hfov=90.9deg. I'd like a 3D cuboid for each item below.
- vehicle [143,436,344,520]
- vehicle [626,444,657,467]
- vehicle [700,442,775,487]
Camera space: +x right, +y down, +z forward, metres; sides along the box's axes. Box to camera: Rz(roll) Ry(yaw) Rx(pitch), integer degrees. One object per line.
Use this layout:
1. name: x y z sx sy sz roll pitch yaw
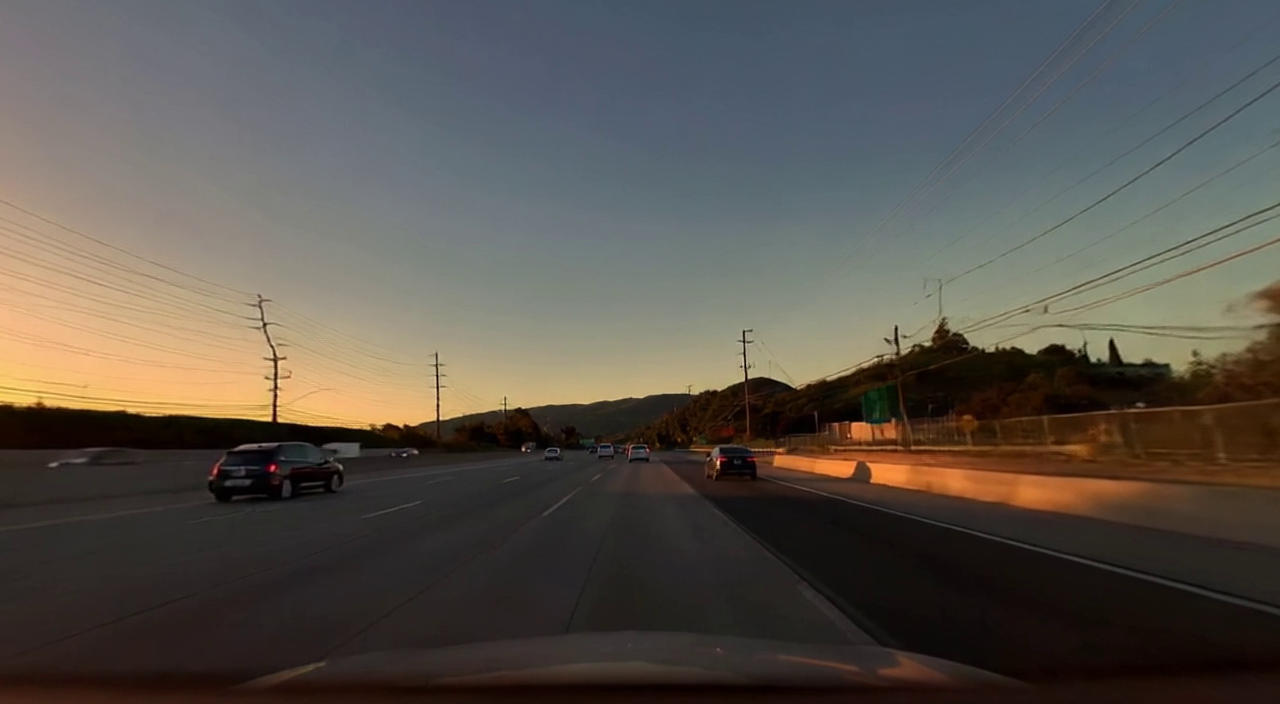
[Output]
1. vehicle: -10.403 3.304 17.195 2.241 1.810 4.966 -3 -8 1
2. vehicle: 0.098 7.159 43.739 2.036 1.474 3.969 0 -8 0
3. vehicle: 3.572 4.204 23.934 2.060 1.526 4.387 0 -8 -1
